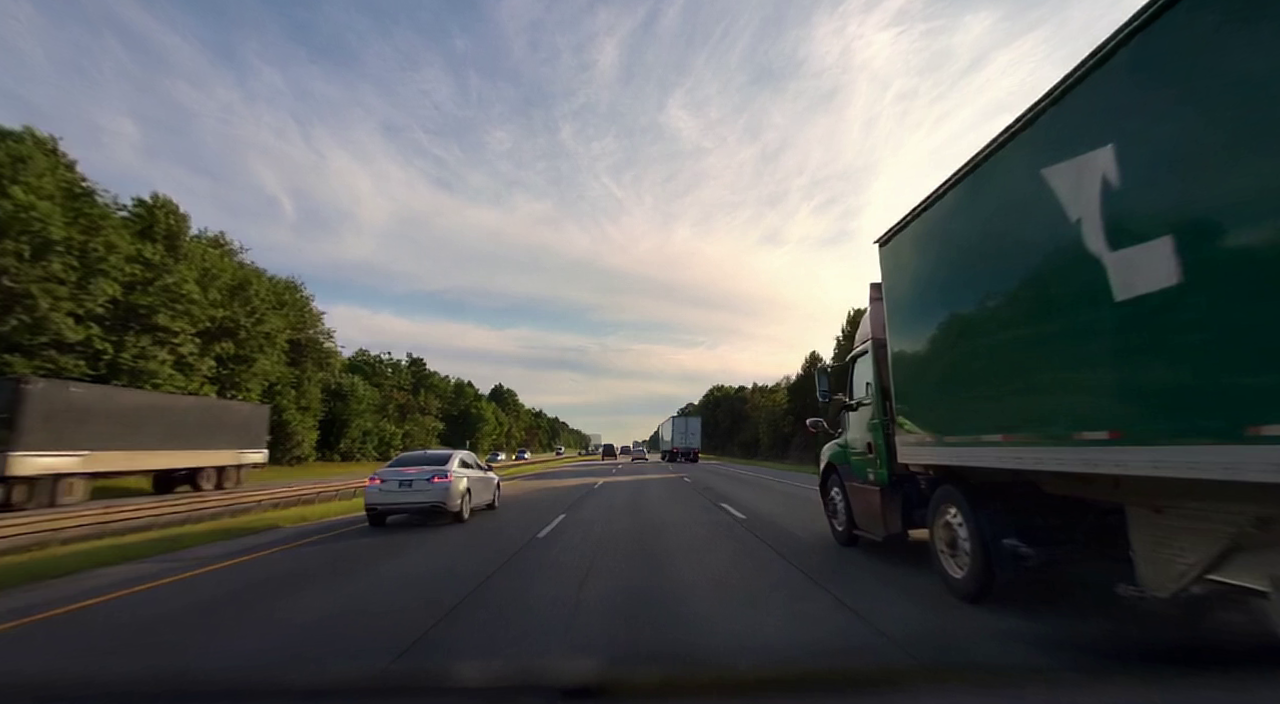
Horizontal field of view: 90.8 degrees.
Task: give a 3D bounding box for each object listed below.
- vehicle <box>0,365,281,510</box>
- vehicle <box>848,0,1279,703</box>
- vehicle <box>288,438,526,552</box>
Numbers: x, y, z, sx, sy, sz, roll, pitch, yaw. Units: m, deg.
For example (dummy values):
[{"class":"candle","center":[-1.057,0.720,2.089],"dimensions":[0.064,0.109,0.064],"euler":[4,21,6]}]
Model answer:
[{"class":"vehicle","center":[-18.975,3.278,23.148],"dimensions":[2.938,3.947,14.434],"euler":[0,-9,1]},{"class":"vehicle","center":[4.353,0.215,5.607],"dimensions":[2.947,3.957,5.916],"euler":[0,-9,1]},{"class":"vehicle","center":[-3.420,2.209,10.465],"dimensions":[2.121,1.445,4.651],"euler":[0,-9,1]}]
